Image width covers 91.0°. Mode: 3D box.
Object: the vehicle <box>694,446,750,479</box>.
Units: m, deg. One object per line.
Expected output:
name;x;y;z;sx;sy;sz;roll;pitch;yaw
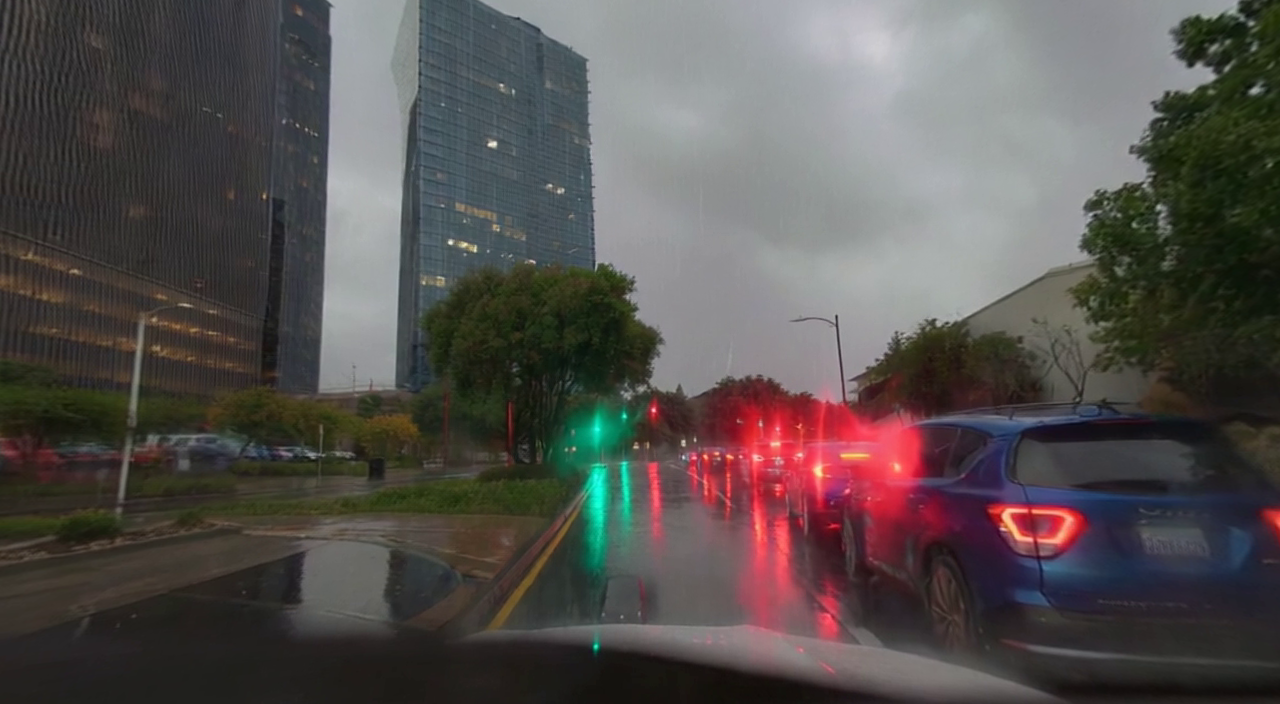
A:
vehicle;4.107;5.589;32.177;2.183;1.553;3.923;0;-9;-2

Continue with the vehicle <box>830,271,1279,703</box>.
vehicle;2.453;1.007;3.475;2.092;1.703;4.870;-2;-9;10

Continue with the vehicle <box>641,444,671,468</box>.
vehicle;1.308;8.132;49.490;2.121;1.728;4.161;-1;-9;5
